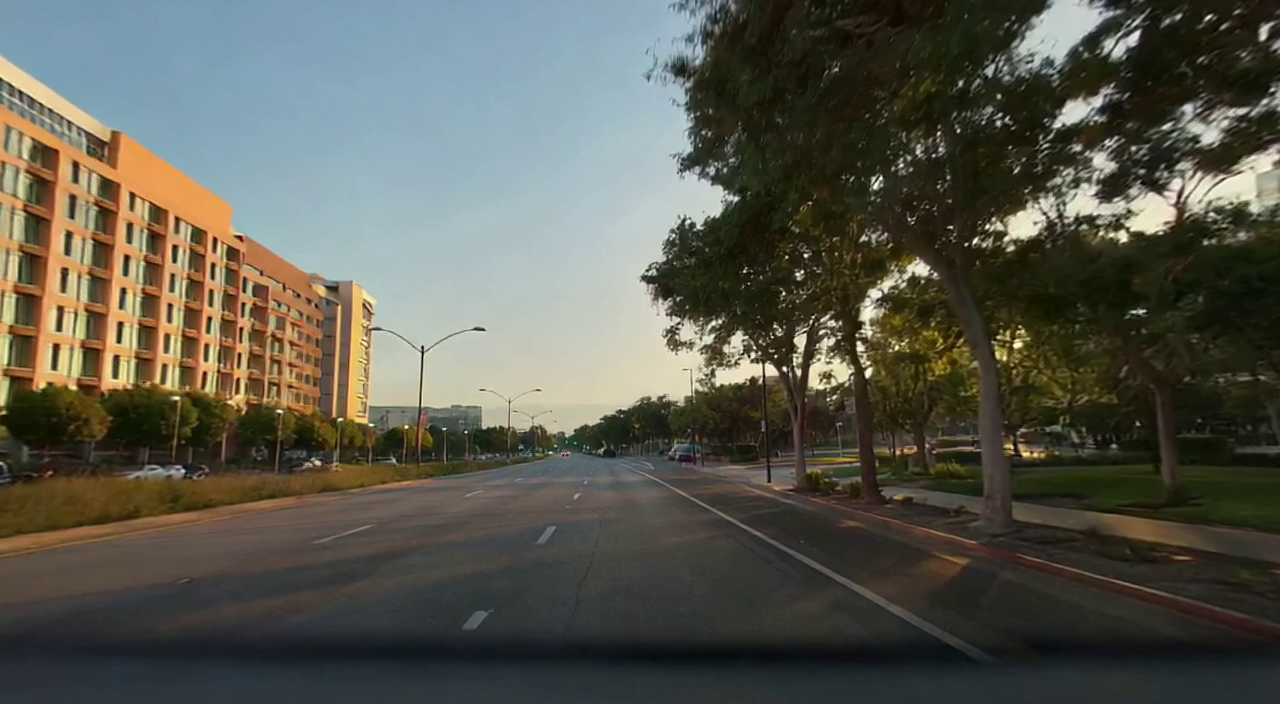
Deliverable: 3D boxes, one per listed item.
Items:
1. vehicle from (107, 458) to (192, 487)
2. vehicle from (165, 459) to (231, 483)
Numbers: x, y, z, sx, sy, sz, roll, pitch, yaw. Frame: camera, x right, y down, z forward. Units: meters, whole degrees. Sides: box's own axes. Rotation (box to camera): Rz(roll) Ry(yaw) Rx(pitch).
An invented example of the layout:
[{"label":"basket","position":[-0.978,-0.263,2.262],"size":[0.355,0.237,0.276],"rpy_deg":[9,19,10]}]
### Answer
[{"label":"vehicle","position":[-33.479,8.206,43.326],"size":[2.031,1.789,5.081],"rpy_deg":[1,-8,-5]},{"label":"vehicle","position":[-34.028,9.156,48.785],"size":[2.034,1.618,4.667],"rpy_deg":[1,-8,-6]}]
